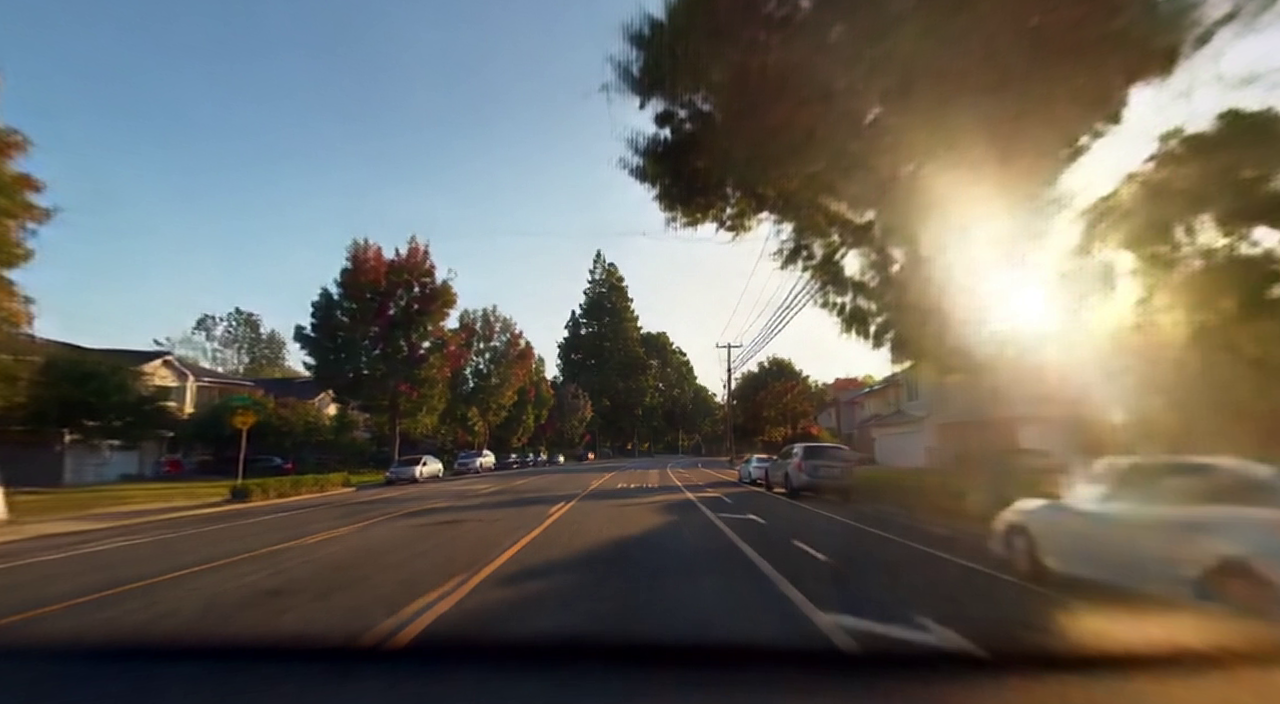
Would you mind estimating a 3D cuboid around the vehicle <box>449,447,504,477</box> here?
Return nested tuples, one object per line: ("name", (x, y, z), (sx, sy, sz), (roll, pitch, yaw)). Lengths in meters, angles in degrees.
("vehicle", (-11.563, 7.788, 44.945), (2.225, 1.887, 5.672), (-3, -9, 3))

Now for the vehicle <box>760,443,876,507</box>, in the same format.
("vehicle", (5.127, 3.587, 19.001), (2.009, 1.649, 5.156), (0, -9, 0))

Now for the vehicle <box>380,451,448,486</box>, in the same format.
("vehicle", (-12.055, 6.242, 33.906), (1.907, 1.612, 4.594), (-3, -10, 1))

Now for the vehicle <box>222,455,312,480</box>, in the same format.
("vehicle", (-23.234, 7.178, 39.283), (4.326, 1.468, 2.025), (0, -9, 2))

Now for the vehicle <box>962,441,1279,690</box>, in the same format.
("vehicle", (4.981, 1.580, 5.587), (1.978, 1.529, 4.357), (0, -8, 1))
